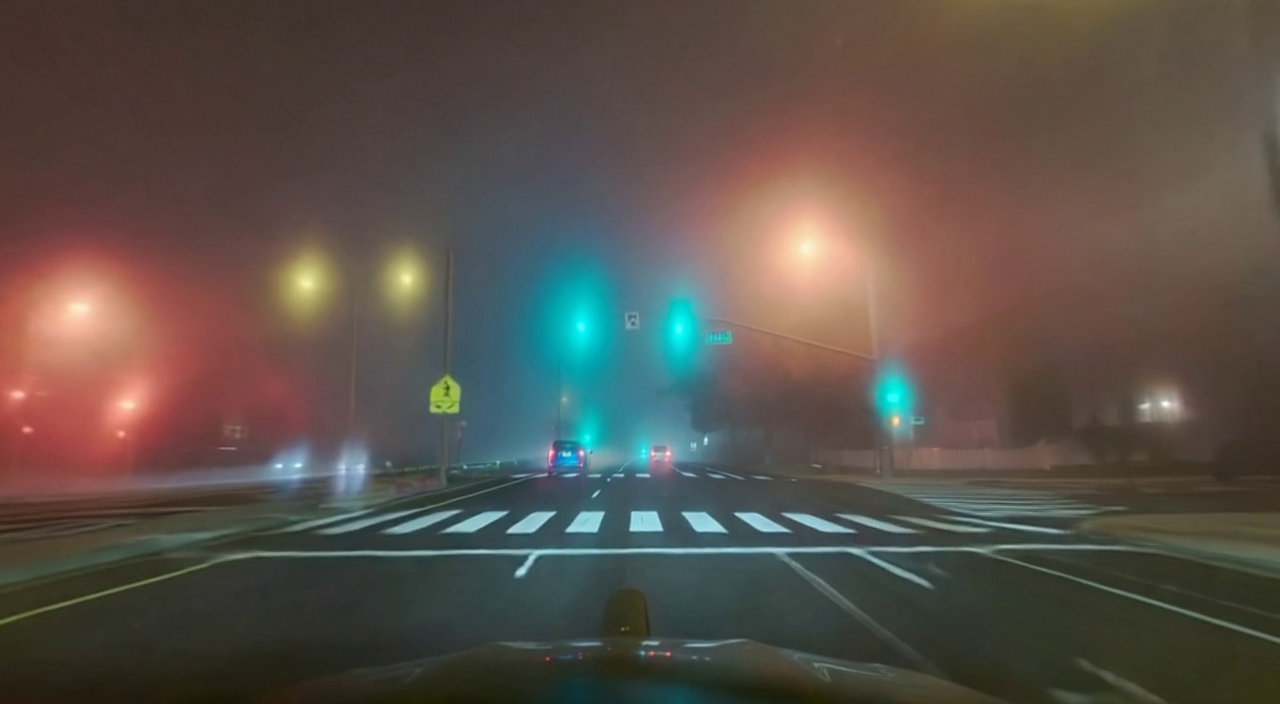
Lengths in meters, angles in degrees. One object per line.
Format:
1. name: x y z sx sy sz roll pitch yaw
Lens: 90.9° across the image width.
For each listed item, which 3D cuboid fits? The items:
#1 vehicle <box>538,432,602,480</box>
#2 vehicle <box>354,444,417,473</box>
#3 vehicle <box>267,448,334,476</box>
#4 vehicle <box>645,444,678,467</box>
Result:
1. vehicle: -2.872 4.385 26.899 2.150 1.812 4.423 -1 -8 1
2. vehicle: -15.428 6.451 38.427 1.990 1.650 4.283 -1 -8 1
3. vehicle: -22.648 7.312 42.240 1.967 1.675 4.436 -1 -8 1
4. vehicle: 1.455 7.219 44.250 2.075 1.480 3.920 0 -8 -1
